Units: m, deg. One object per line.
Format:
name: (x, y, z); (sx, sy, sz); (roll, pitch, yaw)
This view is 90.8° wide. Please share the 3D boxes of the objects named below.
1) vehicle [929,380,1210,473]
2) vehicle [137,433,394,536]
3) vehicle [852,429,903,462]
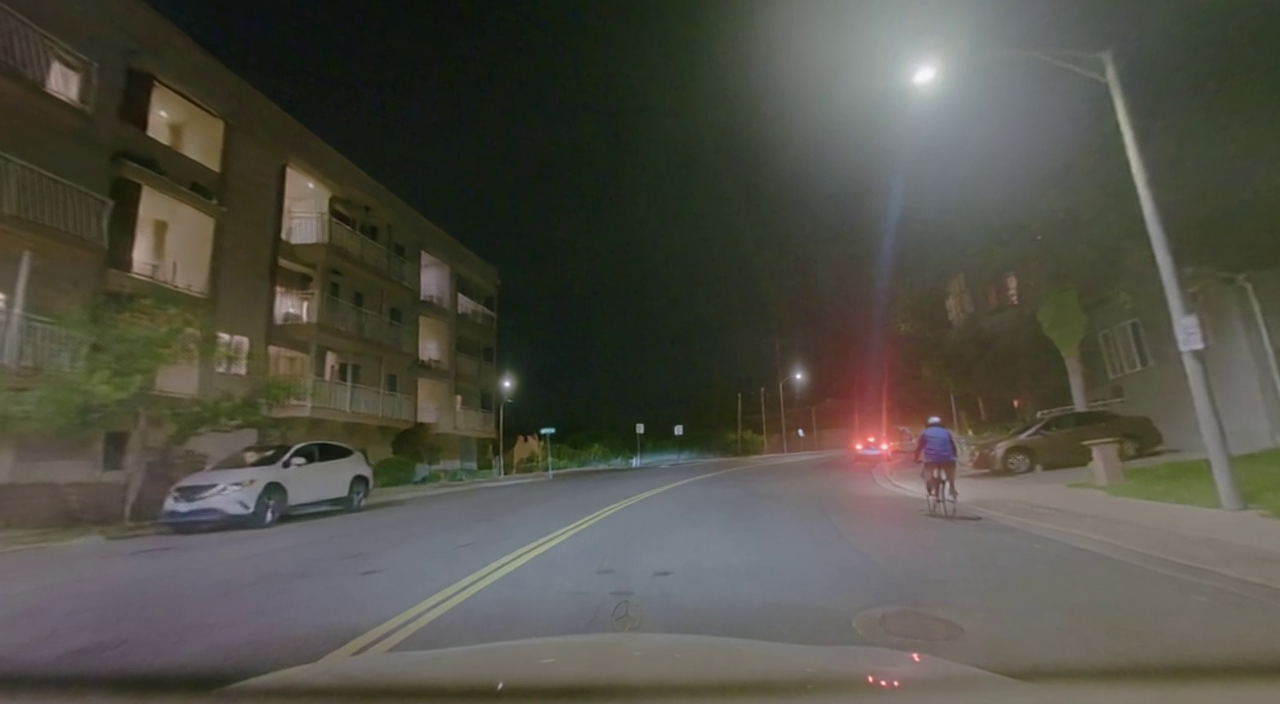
vehicle: (12.105, 2.244, 18.435); (6.099, 1.973, 2.450); (-7, -9, 12)
vehicle: (-7.131, 2.521, 12.730); (1.937, 1.670, 4.391); (-2, -9, 11)
vehicle: (13.430, 5.261, 35.616); (2.105, 1.705, 4.392); (-4, -10, 27)
